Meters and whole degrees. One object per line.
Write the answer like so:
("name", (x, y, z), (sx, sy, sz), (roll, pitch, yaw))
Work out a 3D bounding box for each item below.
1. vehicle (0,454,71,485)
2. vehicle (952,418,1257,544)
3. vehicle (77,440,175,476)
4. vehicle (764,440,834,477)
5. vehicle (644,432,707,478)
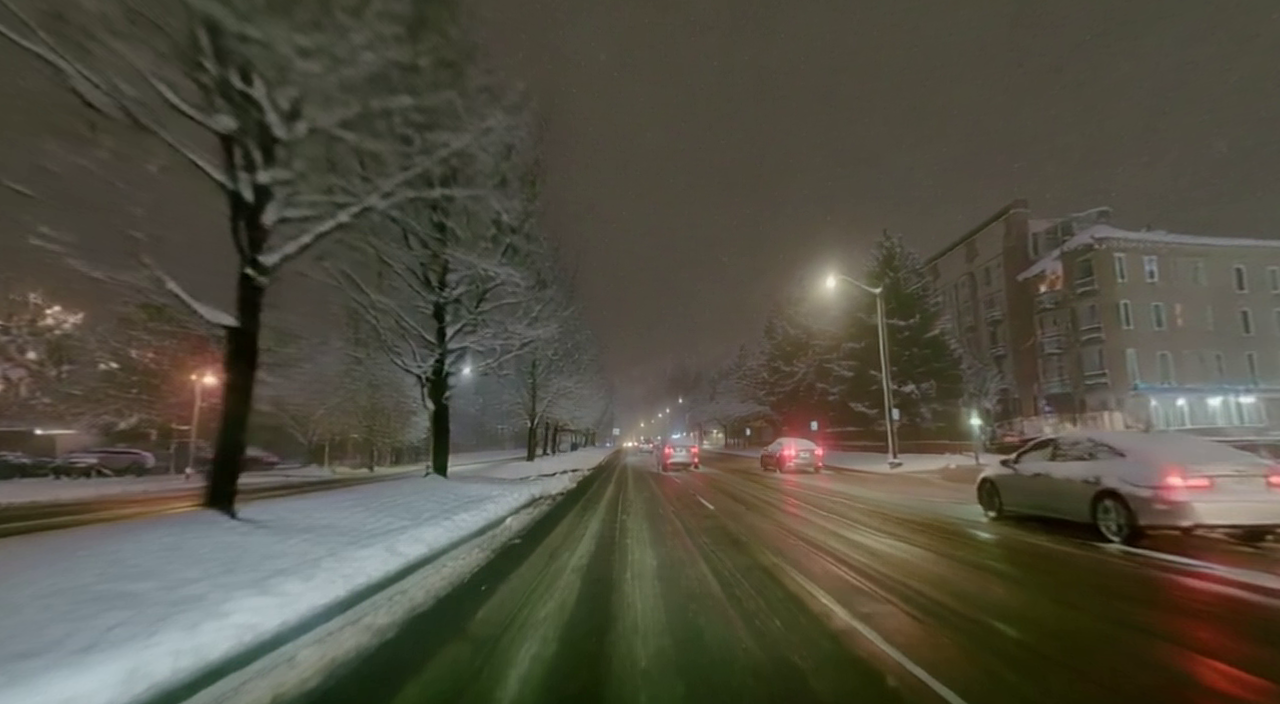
("vehicle", (-29.983, 5.743, 31.120), (1.779, 1.363, 4.265), (4, -9, -28))
("vehicle", (7.459, 2.090, 10.864), (2.025, 1.719, 4.161), (0, -8, 0))
("vehicle", (-30.013, 6.190, 36.971), (3.883, 1.989, 2.208), (-1, -9, 6))
("vehicle", (7.213, 4.885, 29.169), (2.029, 1.548, 4.422), (0, -8, 0))
("vehicle", (1.408, 4.366, 26.994), (2.227, 1.794, 4.457), (0, -8, -3))
